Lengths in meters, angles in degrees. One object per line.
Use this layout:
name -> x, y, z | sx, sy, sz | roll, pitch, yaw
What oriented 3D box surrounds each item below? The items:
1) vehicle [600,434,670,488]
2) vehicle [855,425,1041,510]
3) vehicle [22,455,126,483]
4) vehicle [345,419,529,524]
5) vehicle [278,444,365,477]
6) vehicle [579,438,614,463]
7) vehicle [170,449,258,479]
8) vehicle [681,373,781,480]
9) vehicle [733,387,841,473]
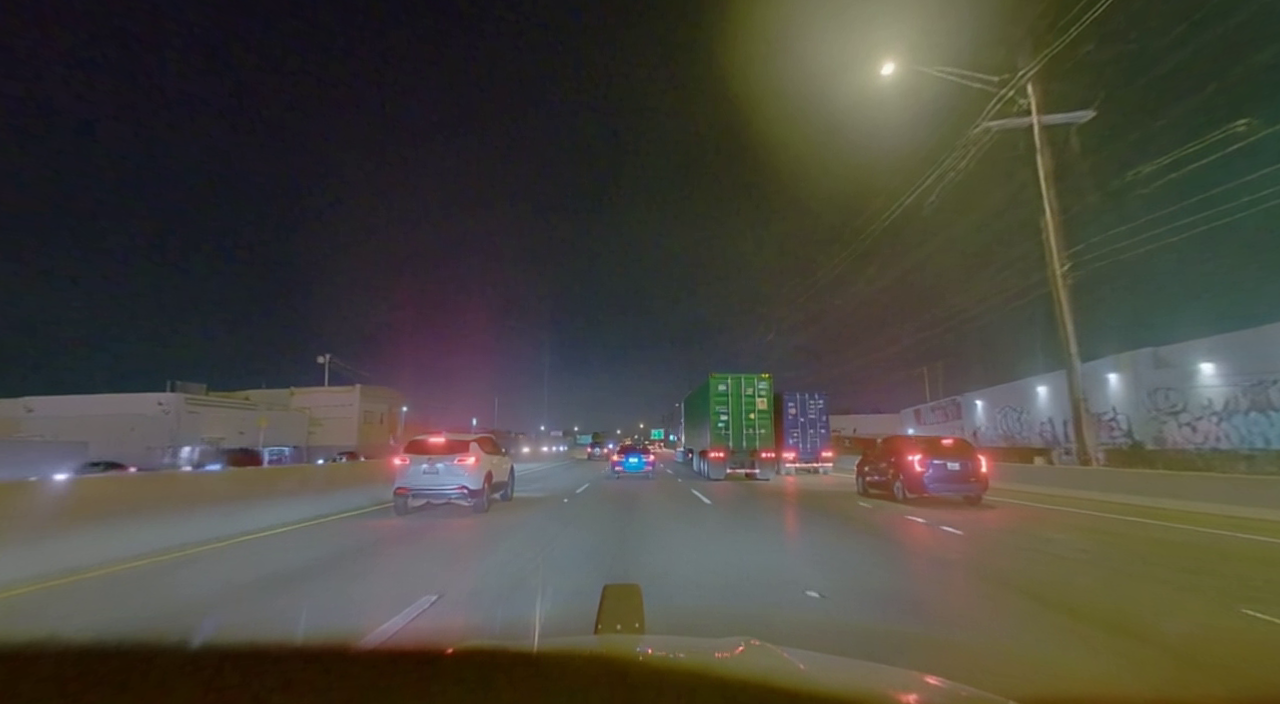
vehicle -> -0.158, 3.727, 21.856 | 2.191, 1.685, 4.015 | 0, -9, 0
vehicle -> 7.148, 2.736, 15.411 | 2.202, 1.731, 4.628 | 0, -9, 0
vehicle -> -32.689, 6.730, 36.712 | 1.823, 1.464, 4.887 | 1, -9, -5
vehicle -> -3.955, 2.434, 13.368 | 2.264, 1.804, 4.584 | 0, -9, 1
vehicle -> -15.813, 5.383, 31.704 | 1.920, 1.507, 4.968 | 0, -9, -2
vehicle -> -3.289, 7.614, 48.977 | 2.243, 1.820, 4.473 | 0, -9, 2
vehicle -> -22.706, 5.959, 33.892 | 1.774, 1.432, 4.377 | 0, -9, -2
vehicle -> 3.887, 3.806, 30.578 | 2.800, 4.039, 13.179 | 0, -9, 0
vehicle -> 7.858, 4.633, 36.135 | 2.868, 4.017, 12.827 | 0, -9, -1
